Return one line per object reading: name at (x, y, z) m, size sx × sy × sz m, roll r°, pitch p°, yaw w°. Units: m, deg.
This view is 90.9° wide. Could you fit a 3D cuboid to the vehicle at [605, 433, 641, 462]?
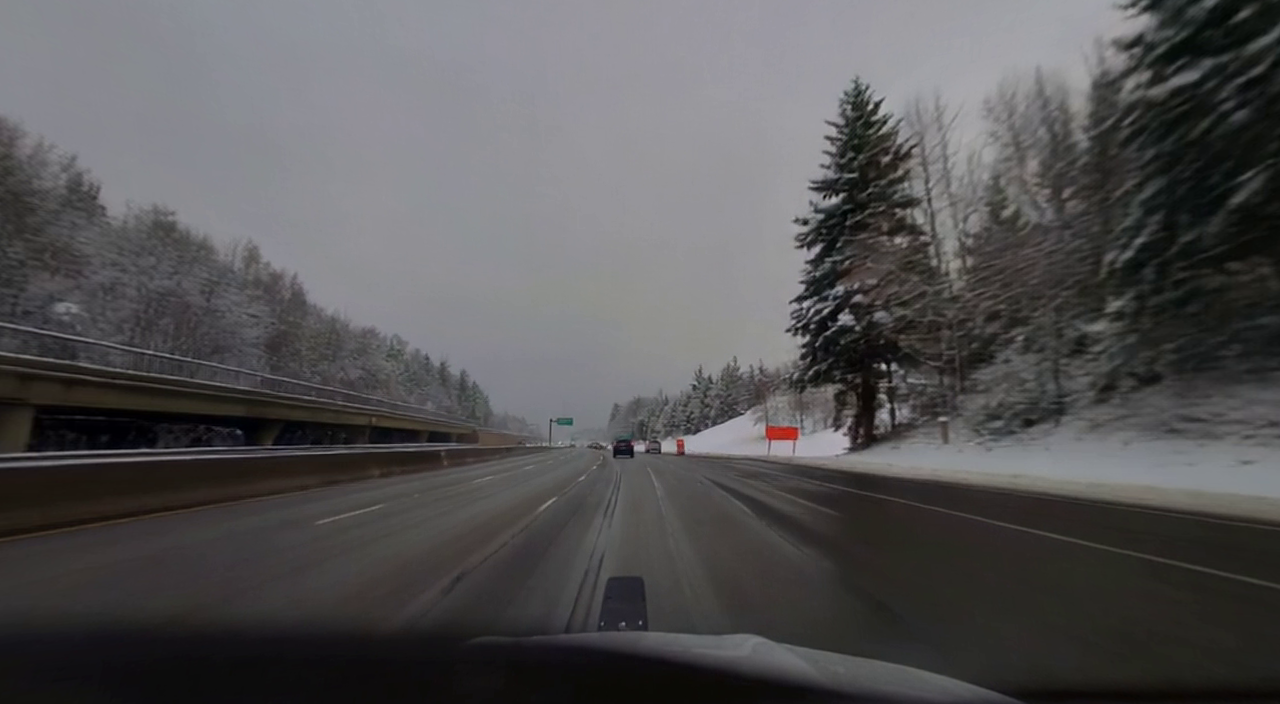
vehicle at (-1.231, 6.470, 42.995) m, size 2.328 × 1.805 × 4.502 m, roll 0°, pitch -8°, yaw -3°
